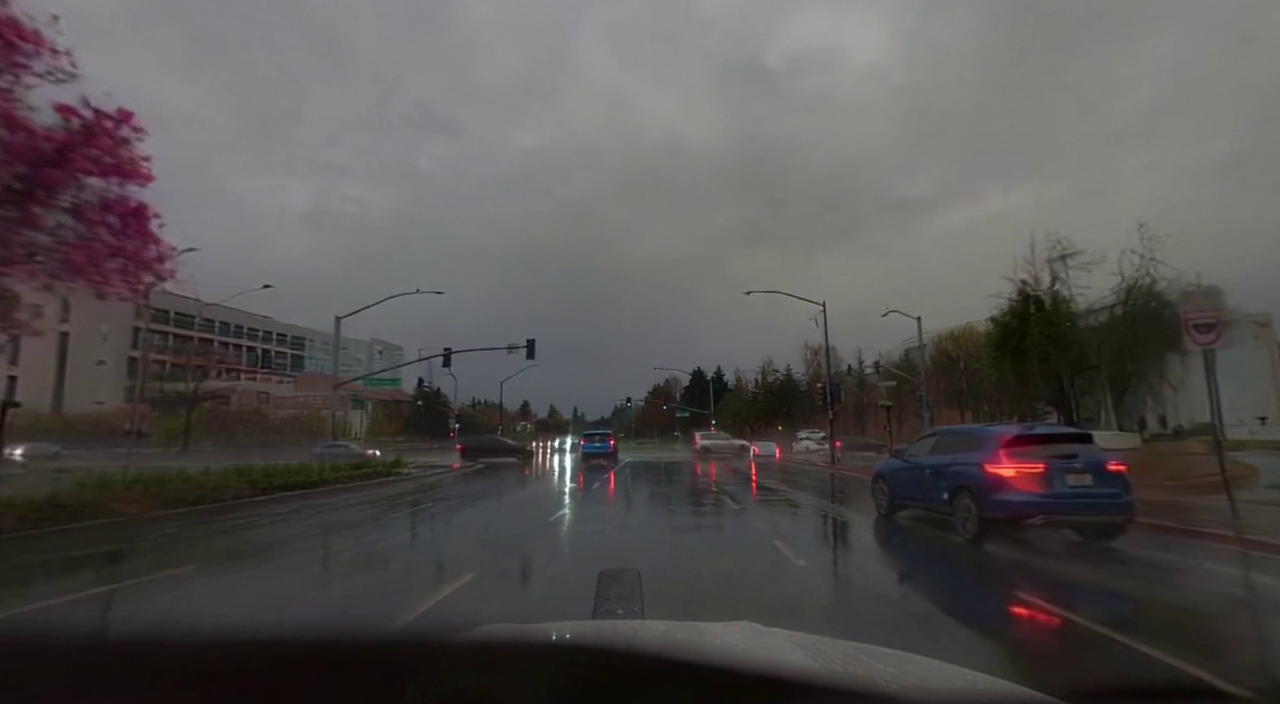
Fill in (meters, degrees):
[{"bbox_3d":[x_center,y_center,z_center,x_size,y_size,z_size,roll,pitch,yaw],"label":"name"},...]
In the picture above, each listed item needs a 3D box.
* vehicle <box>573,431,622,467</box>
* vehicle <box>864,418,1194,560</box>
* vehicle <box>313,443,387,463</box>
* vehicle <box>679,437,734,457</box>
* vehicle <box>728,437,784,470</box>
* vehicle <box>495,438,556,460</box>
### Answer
[{"bbox_3d":[-2.132,5.042,32.814,1.995,1.703,4.367,-1,-8,3],"label":"vehicle"},{"bbox_3d":[4.981,1.809,9.038,2.019,1.518,4.285,0,-8,1],"label":"vehicle"},{"bbox_3d":[-22.615,7.890,49.383,4.829,1.470,1.874,-1,-8,2],"label":"vehicle"},{"bbox_3d":[5.122,7.354,48.880,4.097,1.436,1.739,-1,-8,2],"label":"vehicle"},{"bbox_3d":[5.551,4.934,30.819,2.007,1.466,4.291,0,-8,1],"label":"vehicle"},{"bbox_3d":[-8.360,7.118,46.340,4.089,1.588,1.808,-1,-8,2],"label":"vehicle"}]
